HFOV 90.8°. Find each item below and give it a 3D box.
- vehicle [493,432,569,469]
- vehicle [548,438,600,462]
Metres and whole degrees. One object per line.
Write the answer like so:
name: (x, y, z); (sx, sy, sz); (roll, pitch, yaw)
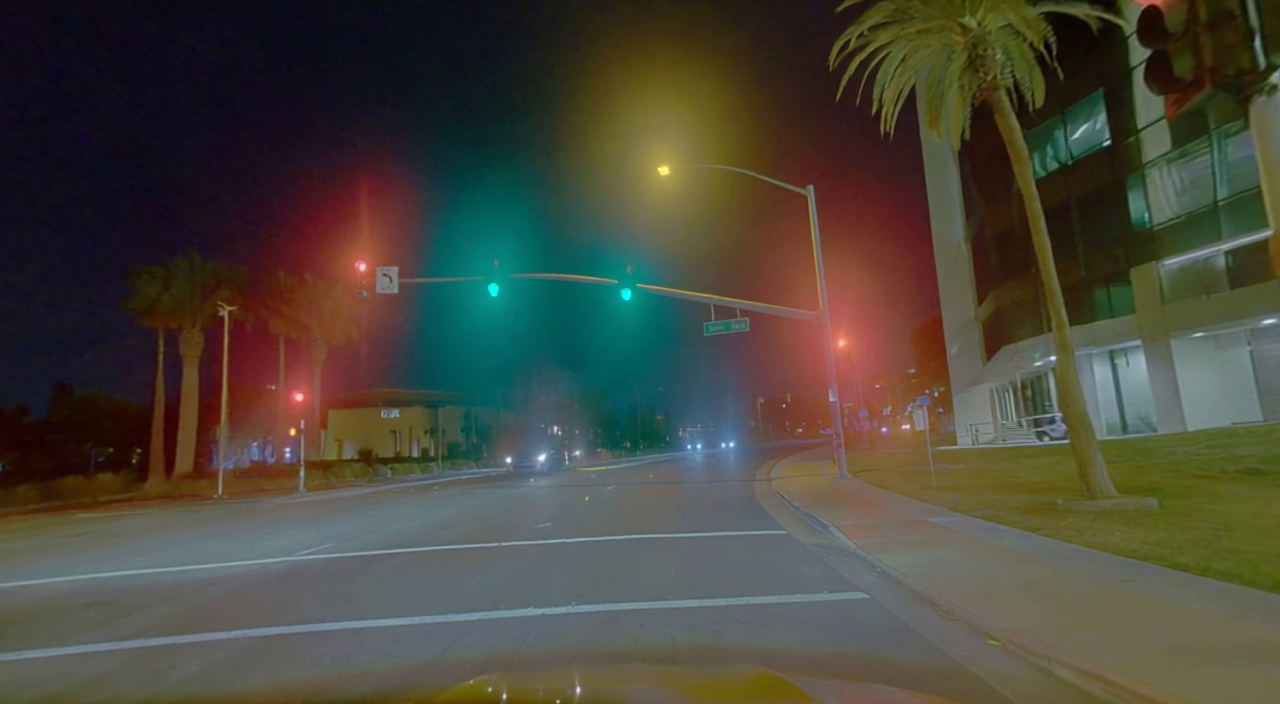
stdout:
vehicle: (-5.683, 5.232, 33.630); (2.181, 1.792, 4.648); (-3, -9, 16)
vehicle: (-4.936, 7.389, 47.754); (2.118, 1.647, 4.310); (-4, -9, 21)
